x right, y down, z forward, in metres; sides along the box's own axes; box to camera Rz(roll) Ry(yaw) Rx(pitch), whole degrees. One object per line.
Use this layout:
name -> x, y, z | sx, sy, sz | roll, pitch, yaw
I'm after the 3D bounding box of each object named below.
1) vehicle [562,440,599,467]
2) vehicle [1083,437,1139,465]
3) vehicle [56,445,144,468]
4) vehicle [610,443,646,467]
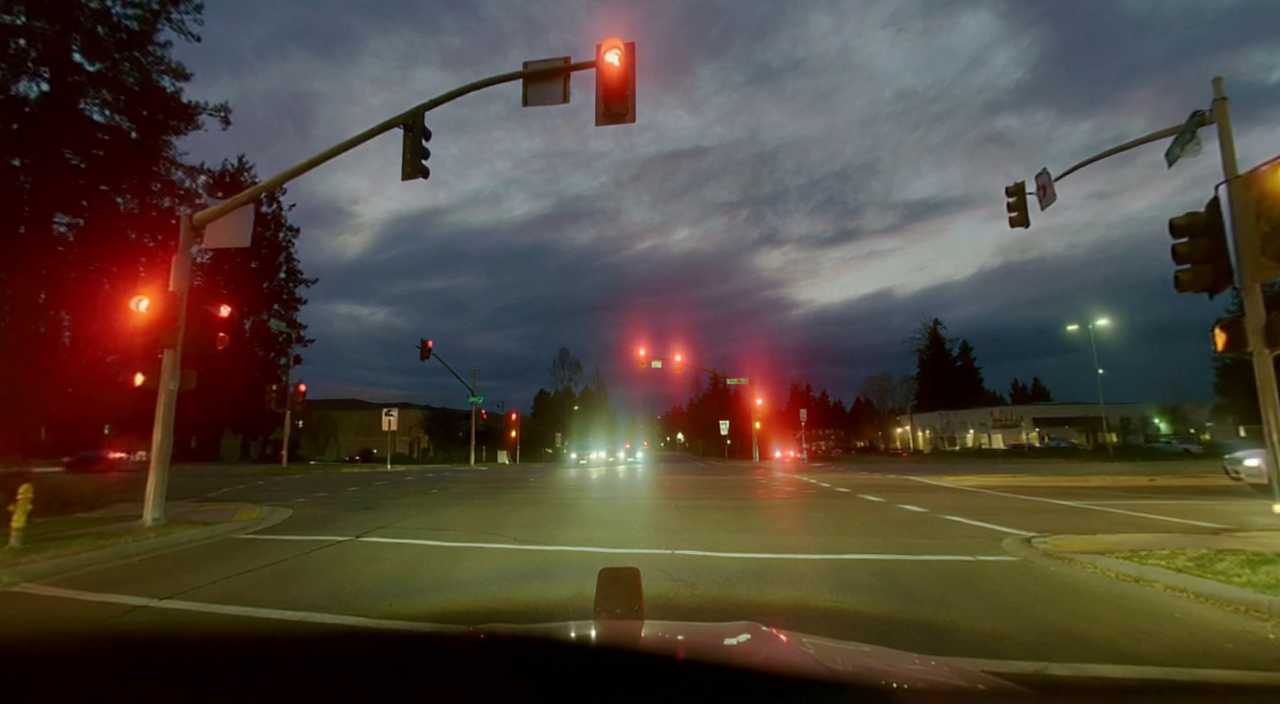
vehicle -> -4.105, 7.101, 44.286 | 2.251, 1.756, 4.610 | 0, -9, -2
vehicle -> 26.979, 5.661, 36.140 | 2.092, 1.474, 4.046 | -8, -11, 41
vehicle -> -35.059, 6.804, 41.041 | 4.628, 1.414, 1.897 | -2, -9, 14
vehicle -> -0.847, 6.832, 41.988 | 2.056, 1.492, 3.937 | 1, -9, -6
